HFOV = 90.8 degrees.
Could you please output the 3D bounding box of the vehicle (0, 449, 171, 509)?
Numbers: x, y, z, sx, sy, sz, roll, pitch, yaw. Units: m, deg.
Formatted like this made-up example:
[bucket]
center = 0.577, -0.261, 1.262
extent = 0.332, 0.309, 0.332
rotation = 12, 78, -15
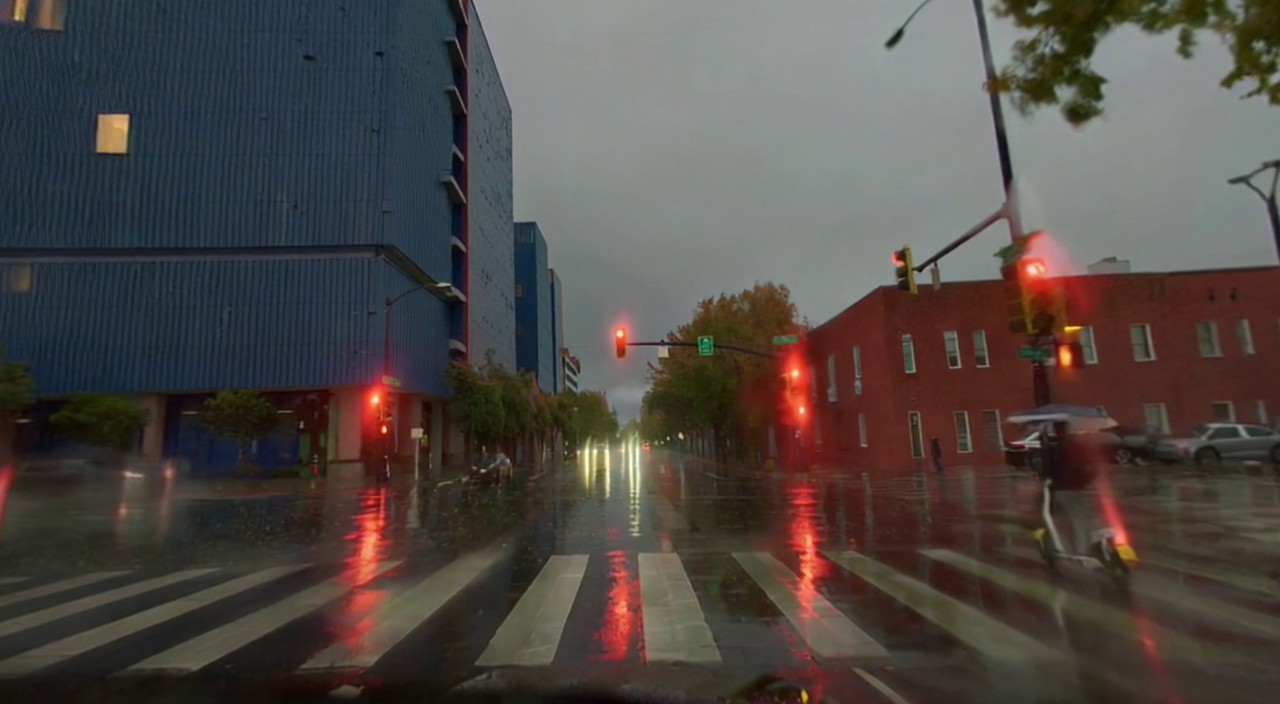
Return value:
[vehicle]
center = -17.194, 3.738, 18.845
extent = 4.641, 1.616, 2.051
rotation = 0, -8, -2
